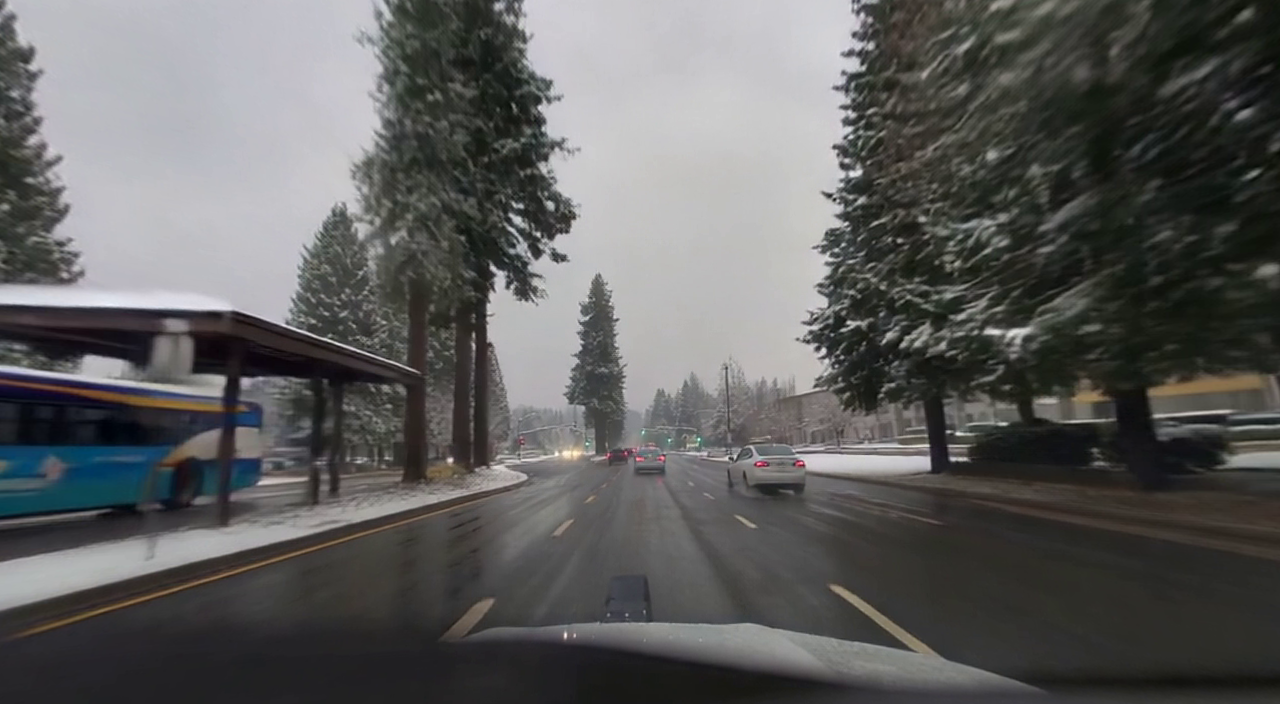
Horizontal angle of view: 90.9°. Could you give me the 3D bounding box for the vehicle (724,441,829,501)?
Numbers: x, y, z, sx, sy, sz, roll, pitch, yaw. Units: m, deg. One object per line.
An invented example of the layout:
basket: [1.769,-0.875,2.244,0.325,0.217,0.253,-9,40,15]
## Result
vehicle: [3.804,3.401,18.414,2.067,1.497,4.327,0,-9,0]

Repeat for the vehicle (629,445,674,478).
vehicle: [0.566,5.549,32.144,2.144,1.505,4.128,-1,-9,0]
